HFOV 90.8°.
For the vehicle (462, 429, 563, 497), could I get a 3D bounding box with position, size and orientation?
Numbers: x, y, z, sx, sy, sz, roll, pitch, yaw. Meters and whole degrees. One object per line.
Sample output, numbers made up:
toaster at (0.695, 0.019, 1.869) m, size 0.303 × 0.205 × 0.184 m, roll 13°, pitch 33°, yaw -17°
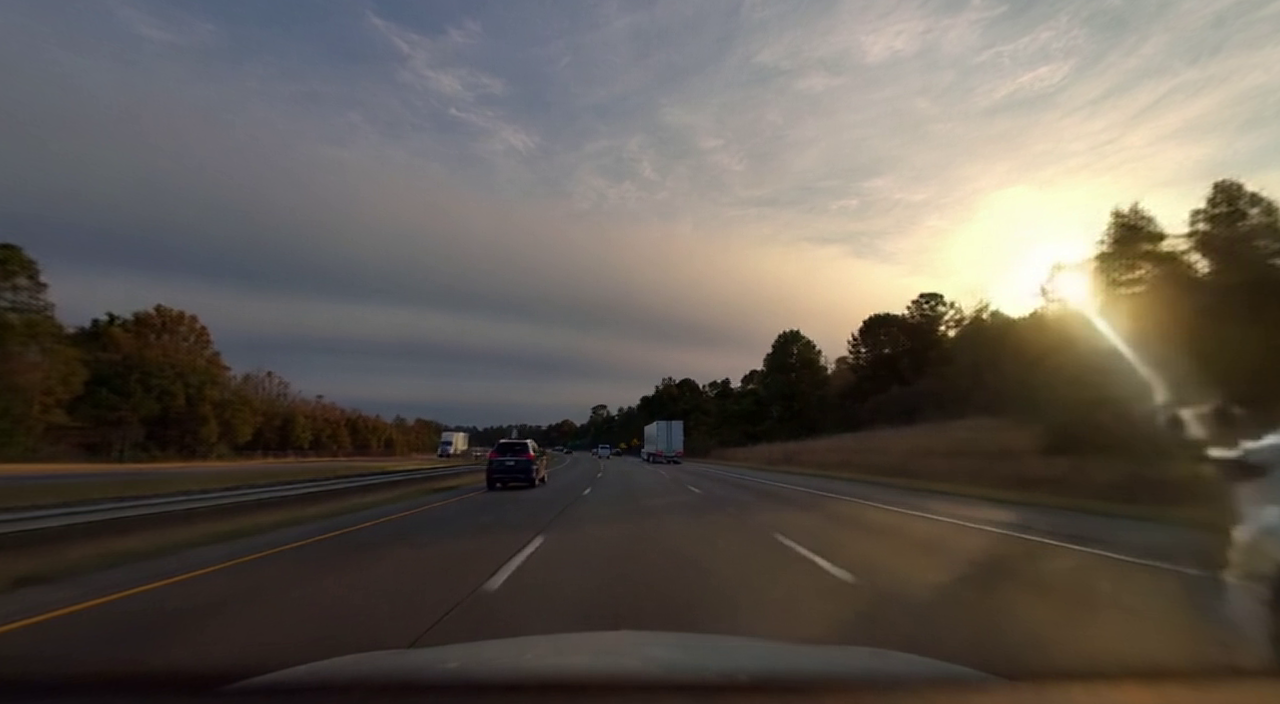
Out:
vehicle at (-3.956, 3.571, 20.586) m, size 2.337 × 1.942 × 4.984 m, roll 0°, pitch -9°, yaw -1°
